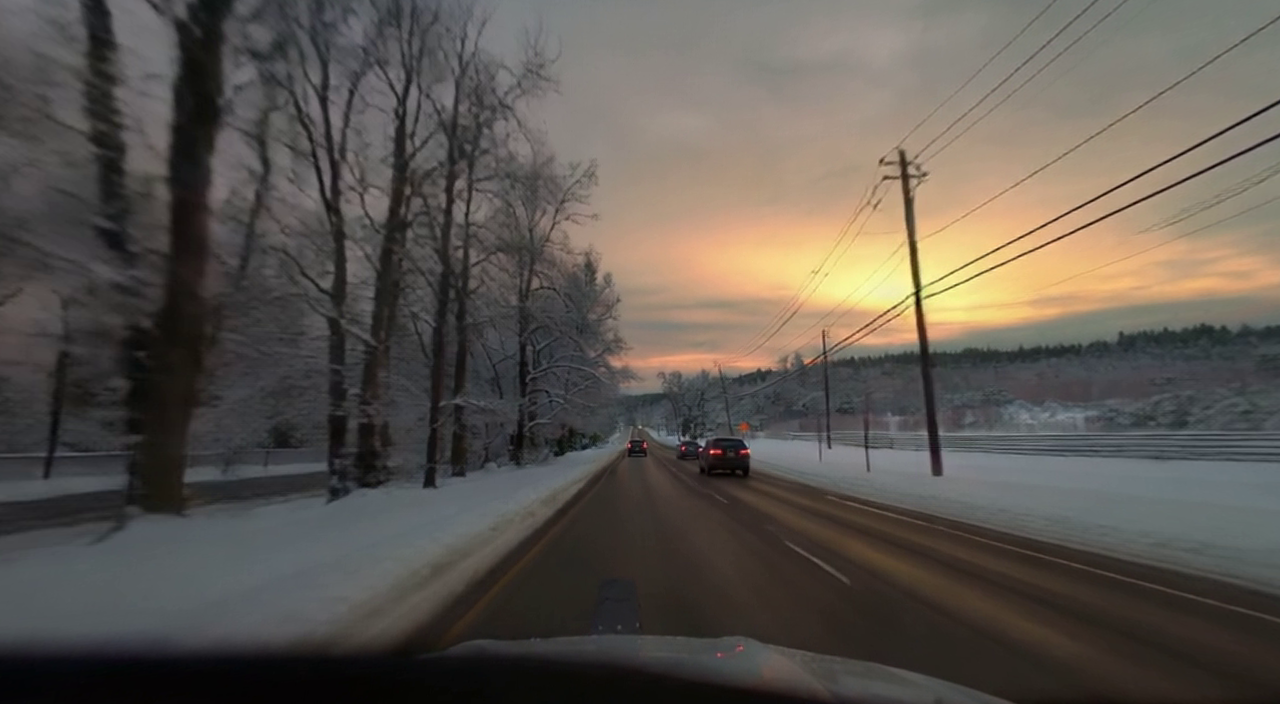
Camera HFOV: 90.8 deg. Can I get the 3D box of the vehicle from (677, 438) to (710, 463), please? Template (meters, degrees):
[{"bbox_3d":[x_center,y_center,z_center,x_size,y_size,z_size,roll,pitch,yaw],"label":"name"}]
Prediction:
[{"bbox_3d":[3.790,7.070,45.390,2.012,1.653,4.115,0,-9,0],"label":"vehicle"}]

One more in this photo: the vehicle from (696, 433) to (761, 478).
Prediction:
[{"bbox_3d":[3.855,4.589,28.277,2.112,1.825,4.574,0,-9,-2],"label":"vehicle"}]
